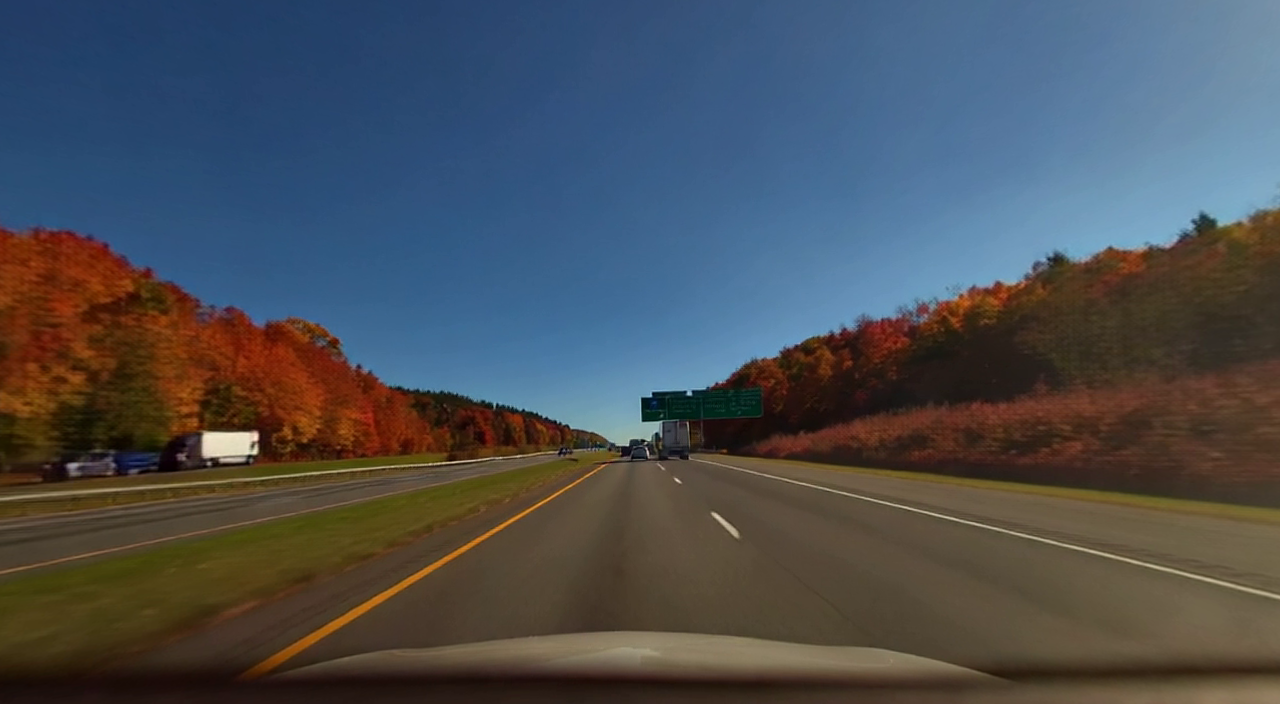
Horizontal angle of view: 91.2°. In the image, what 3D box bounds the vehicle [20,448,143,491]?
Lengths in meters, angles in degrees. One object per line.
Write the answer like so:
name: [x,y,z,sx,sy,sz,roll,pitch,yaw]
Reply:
vehicle: [-36.981,7.734,41.881,2.712,2.519,6.927,1,-9,-10]
